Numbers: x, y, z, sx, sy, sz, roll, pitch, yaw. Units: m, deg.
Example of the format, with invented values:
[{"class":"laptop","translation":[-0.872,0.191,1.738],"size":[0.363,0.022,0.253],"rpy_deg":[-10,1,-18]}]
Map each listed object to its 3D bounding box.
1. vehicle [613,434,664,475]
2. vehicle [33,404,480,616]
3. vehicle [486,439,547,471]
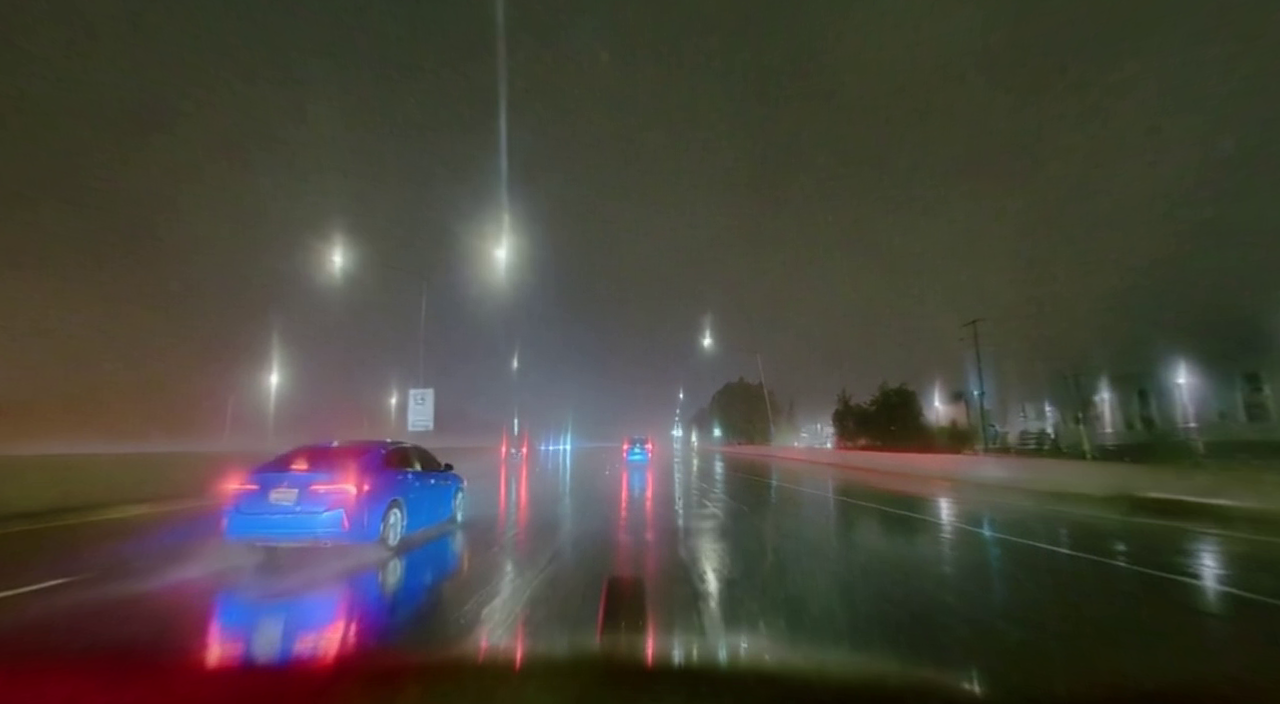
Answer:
[{"class":"vehicle","translation":[-0.027,4.650,28.580],"size":[2.155,1.690,4.318],"rpy_deg":[0,-9,1]},{"class":"vehicle","translation":[-3.543,1.552,7.150],"size":[2.124,1.607,4.531],"rpy_deg":[0,-9,1]},{"class":"vehicle","translation":[-6.205,5.225,32.085],"size":[1.994,1.519,4.668],"rpy_deg":[0,-9,2]}]
